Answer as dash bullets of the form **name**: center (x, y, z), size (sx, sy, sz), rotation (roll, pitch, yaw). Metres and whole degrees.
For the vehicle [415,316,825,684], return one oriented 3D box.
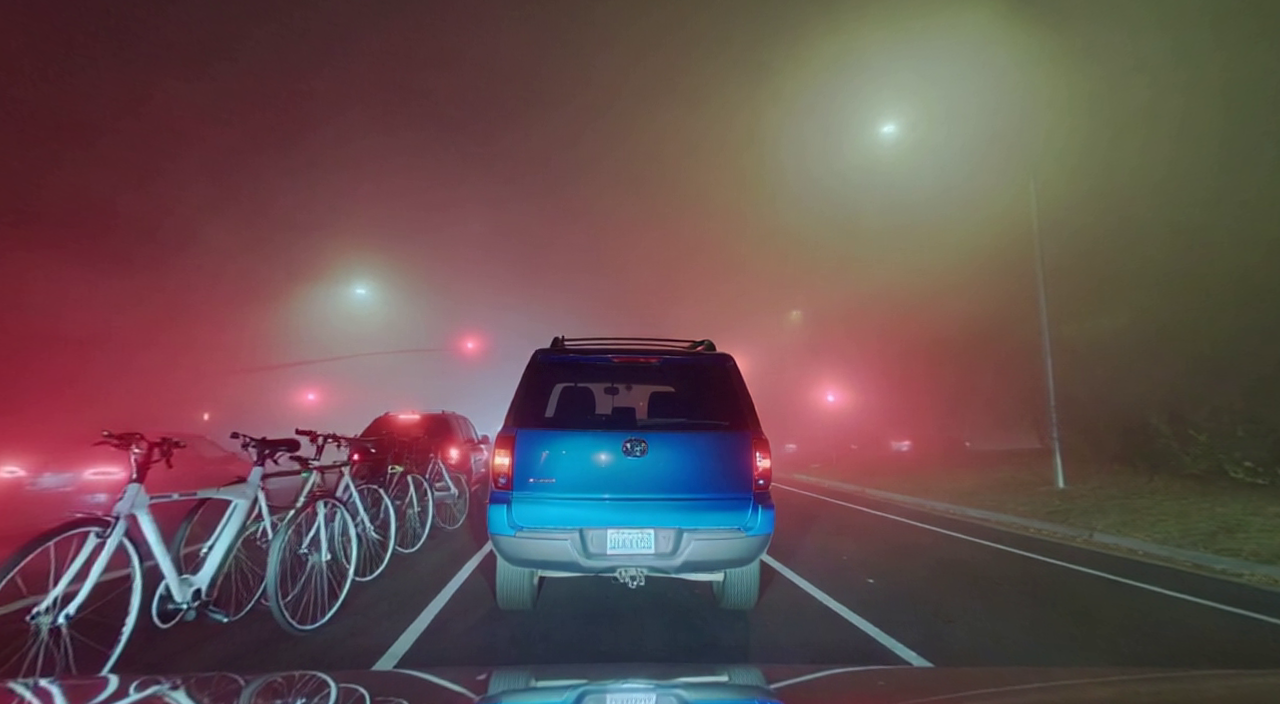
- **vehicle**: center (-0.254, 1.160, 6.006), size (2.333, 2.087, 4.586), rotation (1, -8, -4)

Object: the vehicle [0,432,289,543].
- **vehicle**: center (-8.286, 2.180, 10.945), size (2.026, 1.479, 4.712), rotation (1, -8, -5)

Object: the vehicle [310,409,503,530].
- **vehicle**: center (-4.223, 2.226, 12.609), size (2.337, 1.858, 5.409), rotation (1, -9, -7)
